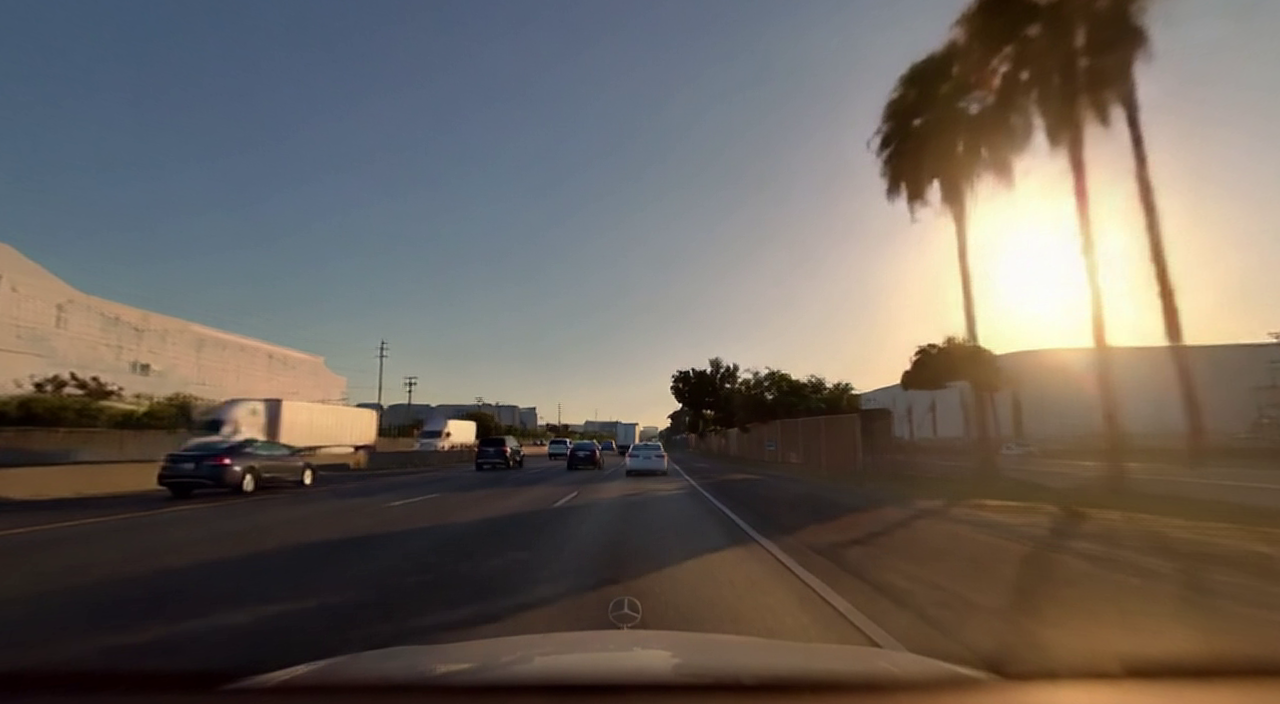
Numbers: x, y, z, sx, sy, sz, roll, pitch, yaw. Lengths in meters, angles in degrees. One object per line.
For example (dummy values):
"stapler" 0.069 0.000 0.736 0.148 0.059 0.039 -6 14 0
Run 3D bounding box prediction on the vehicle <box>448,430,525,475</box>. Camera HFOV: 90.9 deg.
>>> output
"vehicle" -6.629 4.415 27.855 2.105 1.790 4.689 0 -8 2

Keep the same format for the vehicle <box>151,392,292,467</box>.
"vehicle" -23.688 4.548 36.322 3.071 3.895 6.904 0 -8 2

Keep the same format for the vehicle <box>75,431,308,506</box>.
"vehicle" -10.482 2.747 15.407 1.910 1.501 5.004 0 -8 2

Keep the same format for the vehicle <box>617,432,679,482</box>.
"vehicle" 0.308 3.932 23.863 2.136 1.678 4.052 0 -8 1

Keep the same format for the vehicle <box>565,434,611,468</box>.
"vehicle" -2.946 5.748 36.715 2.108 1.832 4.549 0 -8 2
